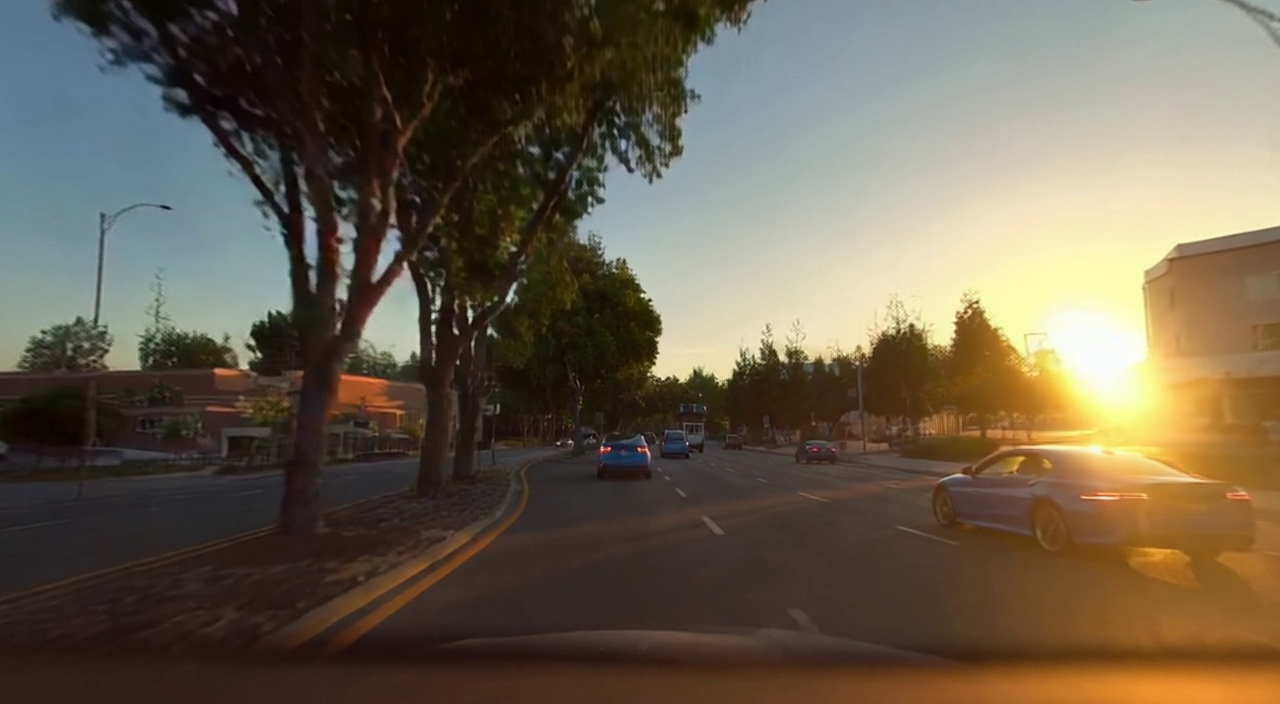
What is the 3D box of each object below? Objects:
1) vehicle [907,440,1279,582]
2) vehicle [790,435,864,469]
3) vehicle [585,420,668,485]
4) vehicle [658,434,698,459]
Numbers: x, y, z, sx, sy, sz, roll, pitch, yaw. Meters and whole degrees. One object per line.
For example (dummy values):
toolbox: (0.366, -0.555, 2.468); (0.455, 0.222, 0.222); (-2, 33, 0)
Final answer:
vehicle: (5.548, 1.806, 8.092); (2.258, 1.294, 4.312); (0, -9, -2)
vehicle: (8.727, 4.720, 29.922); (2.045, 1.484, 4.342); (0, -9, -2)
vehicle: (-0.437, 3.084, 19.481); (2.266, 1.762, 4.131); (0, -9, -2)
vehicle: (2.285, 5.874, 39.258); (2.078, 1.471, 4.142); (0, -9, -2)
